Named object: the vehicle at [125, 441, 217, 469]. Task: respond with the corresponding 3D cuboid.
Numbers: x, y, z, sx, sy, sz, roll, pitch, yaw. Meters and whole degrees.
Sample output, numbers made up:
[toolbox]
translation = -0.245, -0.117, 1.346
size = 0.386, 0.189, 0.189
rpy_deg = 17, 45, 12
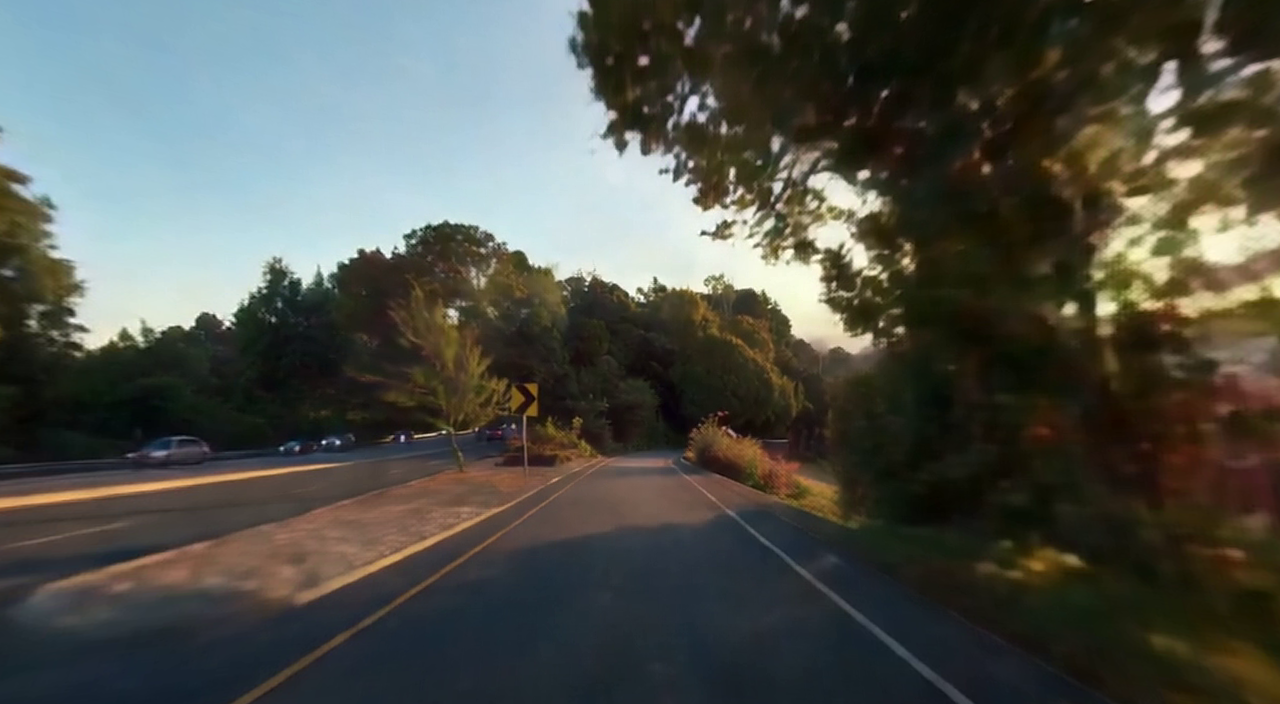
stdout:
[vehicle]
translation = -27.429, 6.029, 37.166
size = 2.298, 1.558, 4.403
rpy_deg = 1, -9, -5
